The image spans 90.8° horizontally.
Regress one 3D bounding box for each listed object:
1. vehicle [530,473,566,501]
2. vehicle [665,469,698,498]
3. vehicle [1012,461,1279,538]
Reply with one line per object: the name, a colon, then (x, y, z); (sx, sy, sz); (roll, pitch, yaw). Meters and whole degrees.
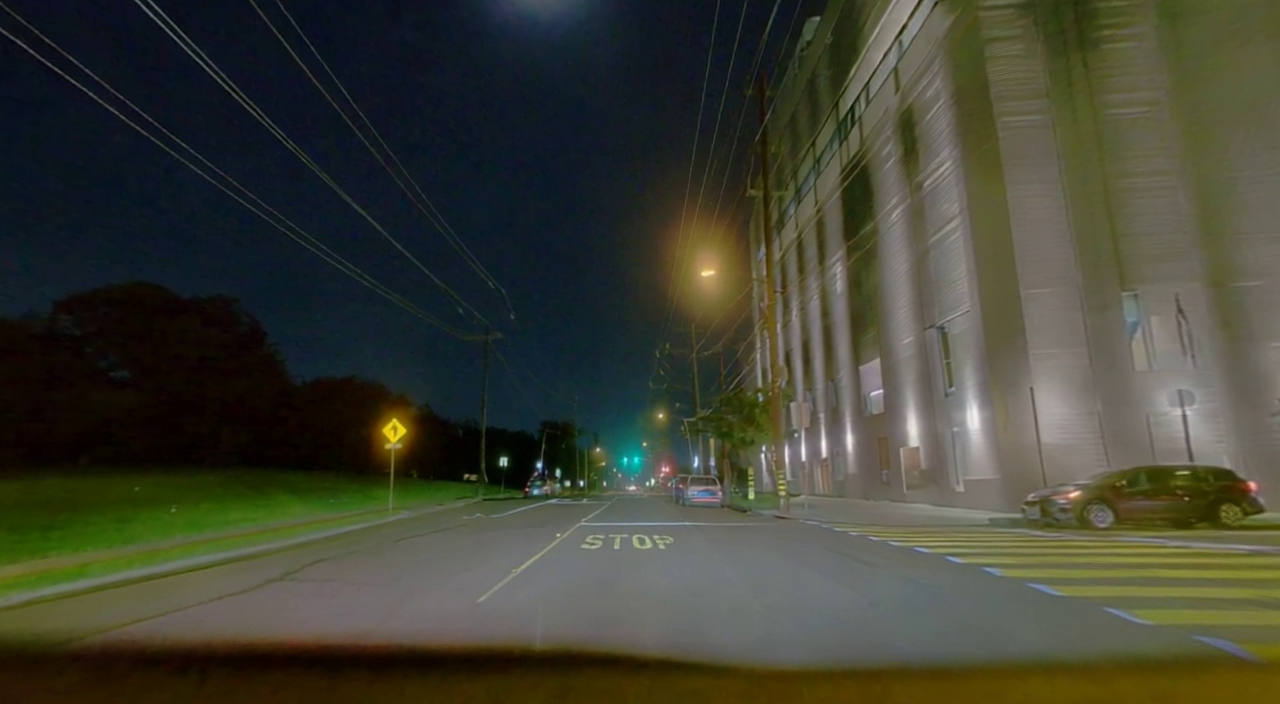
vehicle: (-6.614, 9.699, 45.669); (1.913, 1.682, 4.365); (0, -8, 0)
vehicle: (2.870, 9.340, 45.126); (1.953, 1.774, 5.008); (0, -8, -1)
vehicle: (11.460, 3.256, 14.284); (4.771, 1.492, 2.107); (0, -8, -2)
